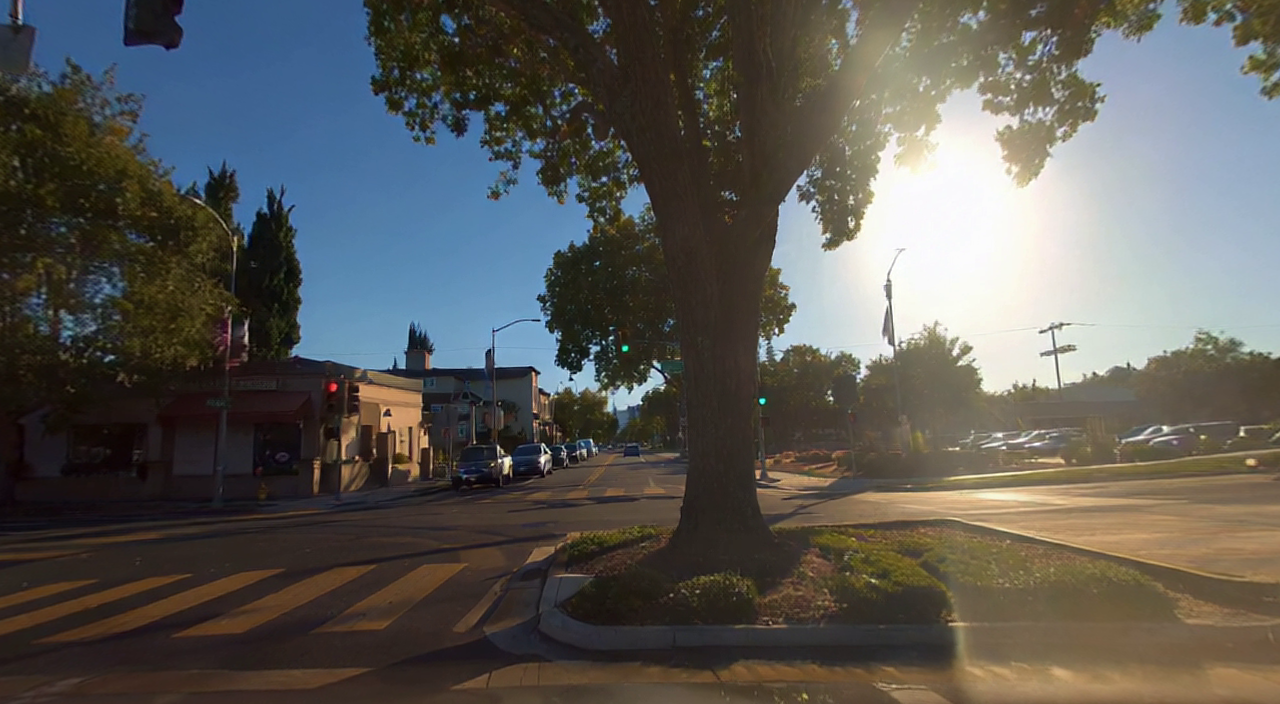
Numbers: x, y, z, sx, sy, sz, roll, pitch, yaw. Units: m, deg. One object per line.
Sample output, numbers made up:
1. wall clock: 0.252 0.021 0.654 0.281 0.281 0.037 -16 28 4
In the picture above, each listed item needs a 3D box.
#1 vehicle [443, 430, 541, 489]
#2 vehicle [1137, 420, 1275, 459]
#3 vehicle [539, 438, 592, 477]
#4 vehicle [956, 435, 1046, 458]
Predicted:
1. vehicle: -6.496 4.837 28.976 2.896 2.339 7.322 0 -9 -1
2. vehicle: 33.269 5.159 37.238 5.969 2.149 2.331 0 -9 -3
3. vehicle: -3.643 5.279 31.905 2.120 1.783 4.788 0 -9 -1
4. vehicle: 24.994 6.551 43.838 5.172 1.515 1.851 0 -9 -2
